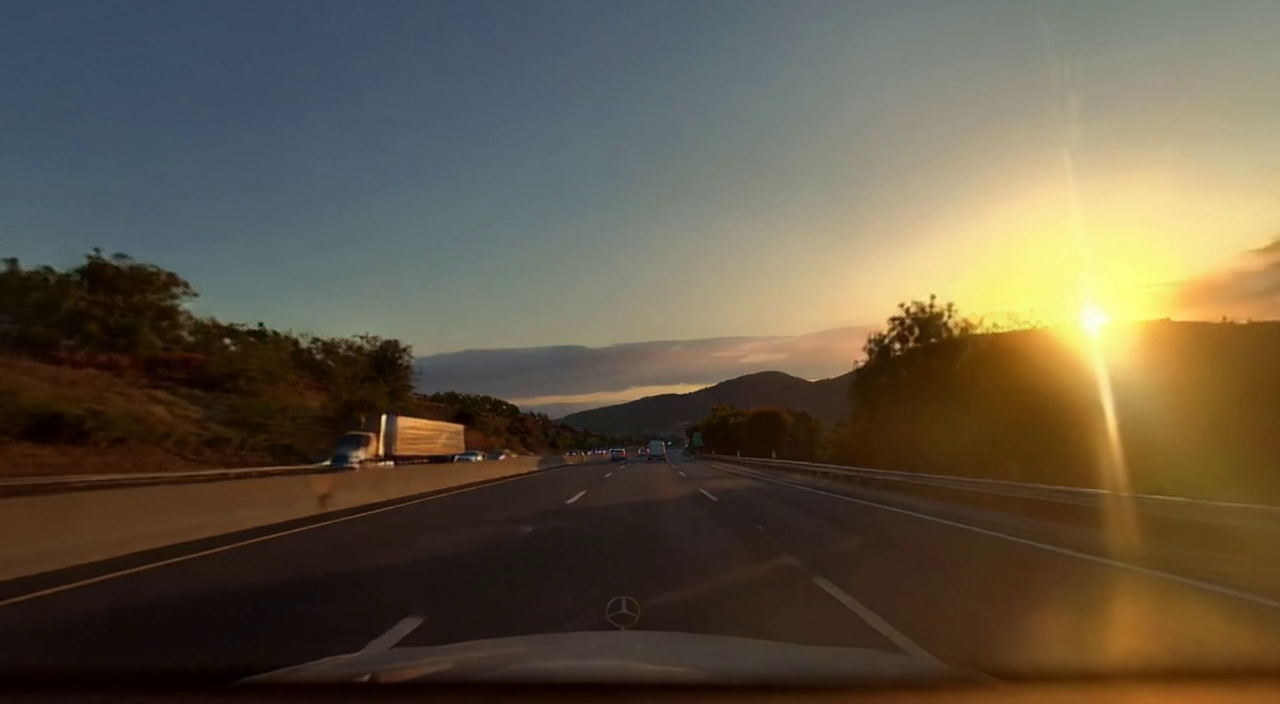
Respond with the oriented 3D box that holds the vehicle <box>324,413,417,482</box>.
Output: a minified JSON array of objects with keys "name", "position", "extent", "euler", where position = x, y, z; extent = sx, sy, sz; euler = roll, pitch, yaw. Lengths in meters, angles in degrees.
[{"name":"vehicle","position":[-16.596,5.959,39.417],"extent":[3.004,3.988,5.943],"euler":[0,-9,1]}]
